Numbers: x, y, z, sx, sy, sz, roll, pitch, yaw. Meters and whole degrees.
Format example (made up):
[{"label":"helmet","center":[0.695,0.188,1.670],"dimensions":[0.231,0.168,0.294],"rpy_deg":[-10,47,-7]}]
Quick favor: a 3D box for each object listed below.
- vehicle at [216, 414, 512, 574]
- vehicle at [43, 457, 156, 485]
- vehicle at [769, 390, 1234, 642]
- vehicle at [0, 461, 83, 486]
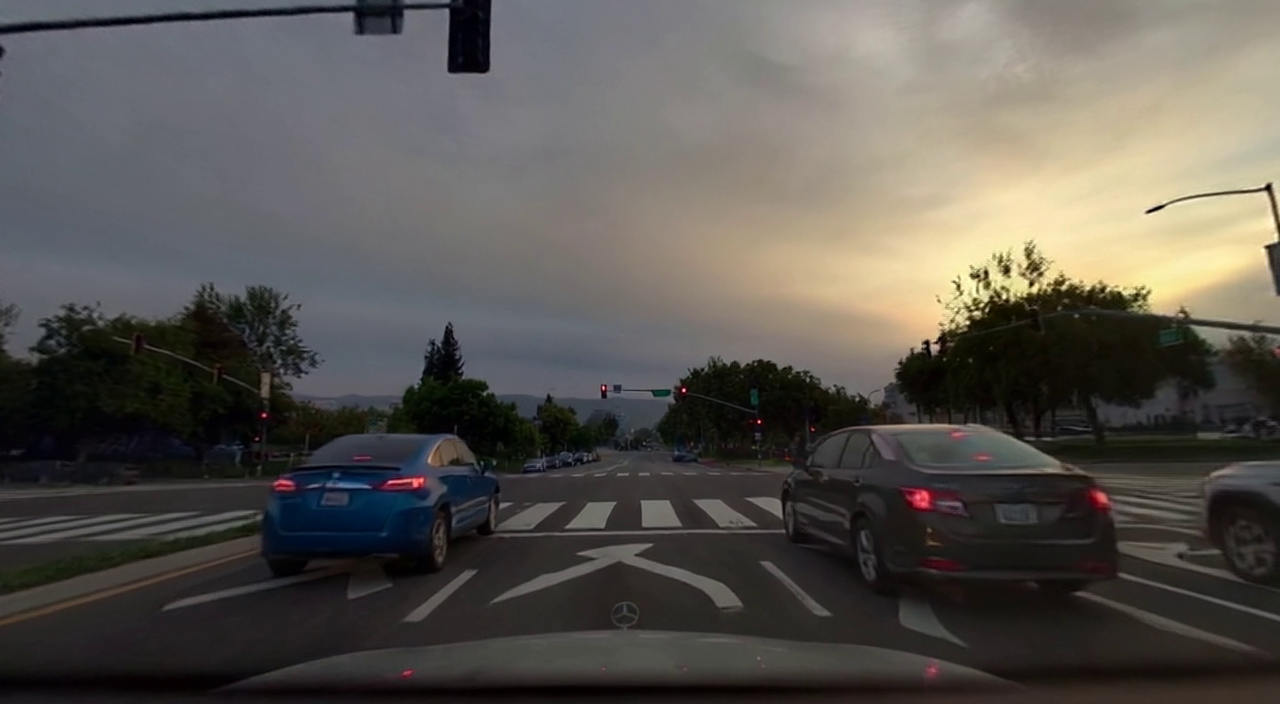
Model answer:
[{"label":"vehicle","center":[-3.043,1.630,8.010],"dimensions":[1.969,1.513,3.773],"rpy_deg":[0,-8,1]},{"label":"vehicle","center":[-31.825,7.002,37.270],"dimensions":[4.825,1.483,1.817],"rpy_deg":[1,-8,-3]},{"label":"vehicle","center":[2.876,1.405,6.526],"dimensions":[2.099,1.671,4.491],"rpy_deg":[0,-8,-1]},{"label":"vehicle","center":[-38.733,7.774,40.373],"dimensions":[4.461,1.469,1.788],"rpy_deg":[0,-8,-1]}]
